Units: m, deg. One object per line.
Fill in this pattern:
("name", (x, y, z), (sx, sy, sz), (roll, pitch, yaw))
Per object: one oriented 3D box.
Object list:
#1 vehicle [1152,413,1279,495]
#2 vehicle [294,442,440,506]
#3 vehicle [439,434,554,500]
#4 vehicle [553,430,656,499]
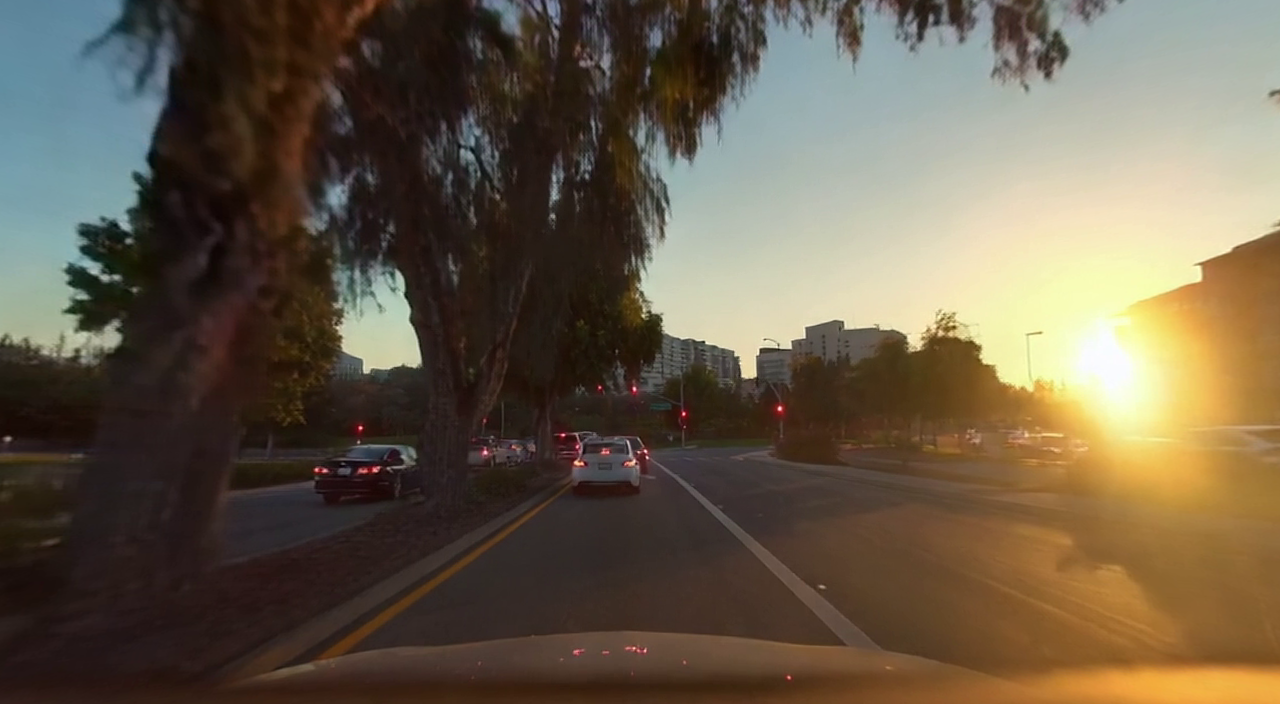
("vehicle", (14.687, 2.373, 14.881), (4.350, 1.675, 2.245), (4, -9, -25))
("vehicle", (-7.021, 3.156, 16.844), (1.852, 1.458, 4.422), (0, -9, 1))
("vehicle", (-3.561, 2.953, 16.635), (1.920, 1.480, 4.549), (0, -9, 1))
("vehicle", (-0.789, 2.776, 15.971), (2.231, 1.481, 4.489), (0, -9, 0))
